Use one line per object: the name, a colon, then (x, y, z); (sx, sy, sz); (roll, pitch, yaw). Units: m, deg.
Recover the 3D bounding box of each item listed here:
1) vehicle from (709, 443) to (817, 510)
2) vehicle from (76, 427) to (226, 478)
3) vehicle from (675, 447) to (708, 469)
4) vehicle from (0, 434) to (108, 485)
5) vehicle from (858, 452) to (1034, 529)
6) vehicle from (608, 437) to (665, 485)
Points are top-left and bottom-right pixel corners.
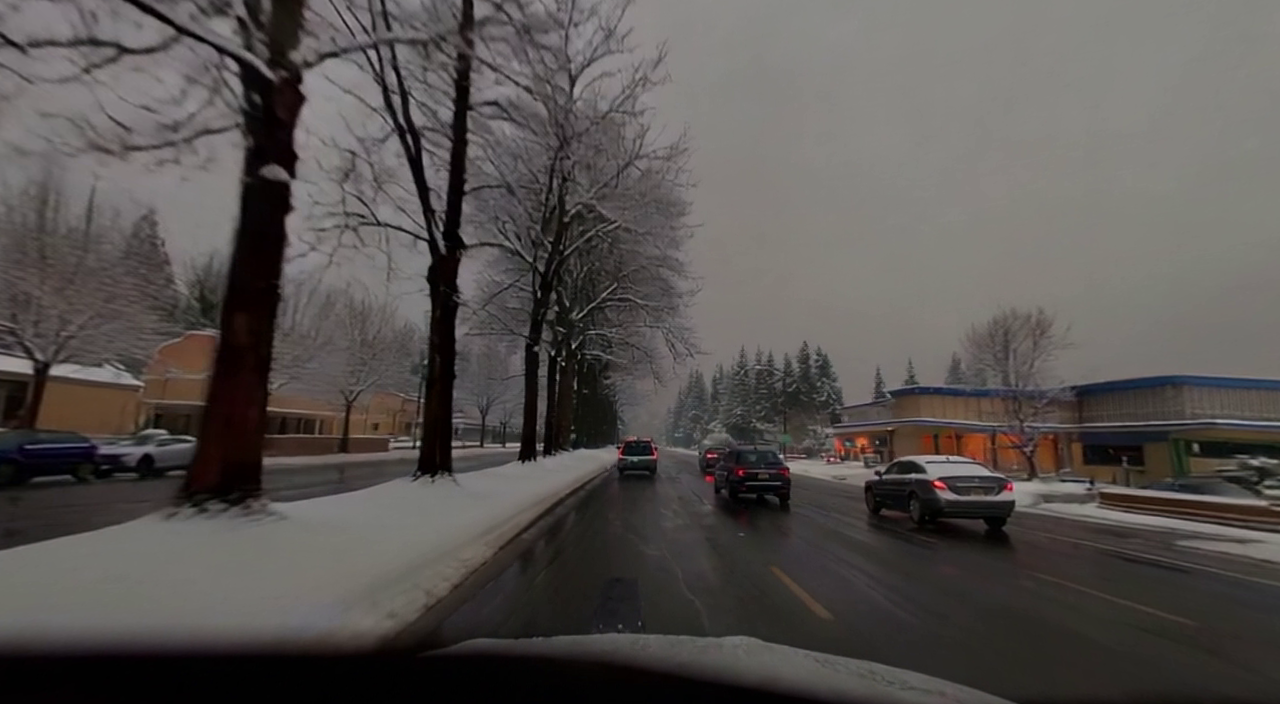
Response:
vehicle: (3.036, 3.154, 16.444); (1.932, 1.510, 4.168); (0, -8, -1)
vehicle: (-19.092, 3.955, 24.903); (2.043, 1.707, 4.798); (3, -9, -1)
vehicle: (3.644, 7.567, 45.164); (2.012, 1.462, 4.163); (0, -8, -1)
vehicle: (-19.048, 3.222, 18.934); (1.905, 1.428, 4.637); (0, -8, 0)
vehicle: (6.860, 3.113, 14.699); (1.944, 1.458, 4.268); (0, -8, 0)
vehicle: (-0.089, 4.196, 24.486); (2.008, 1.674, 4.239); (0, -8, 1)
